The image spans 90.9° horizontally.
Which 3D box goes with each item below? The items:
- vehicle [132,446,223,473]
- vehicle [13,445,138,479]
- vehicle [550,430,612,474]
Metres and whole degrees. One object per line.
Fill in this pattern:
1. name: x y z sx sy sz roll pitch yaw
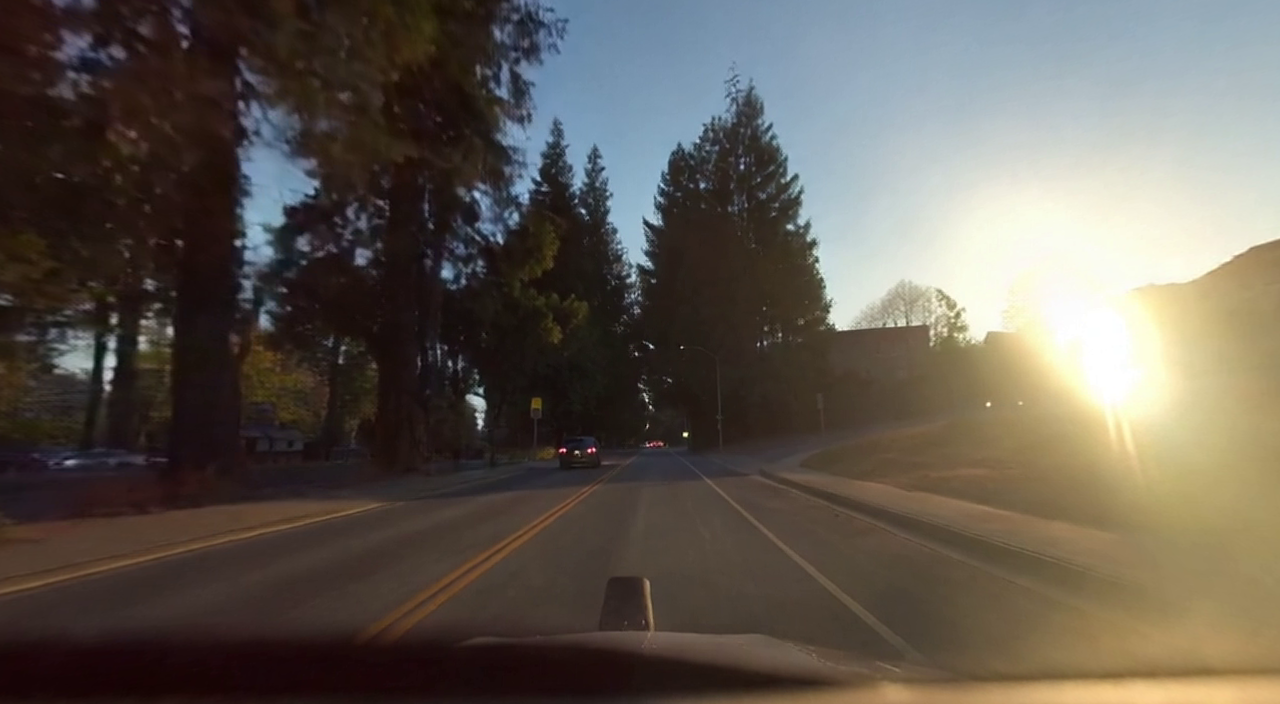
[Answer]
1. vehicle: -28.475 6.626 39.040 1.866 1.479 4.731 0 -8 4
2. vehicle: -28.987 5.626 32.623 1.845 1.513 4.993 -3 -8 1
3. vehicle: -2.391 4.202 26.722 2.016 1.694 4.335 0 -8 2
